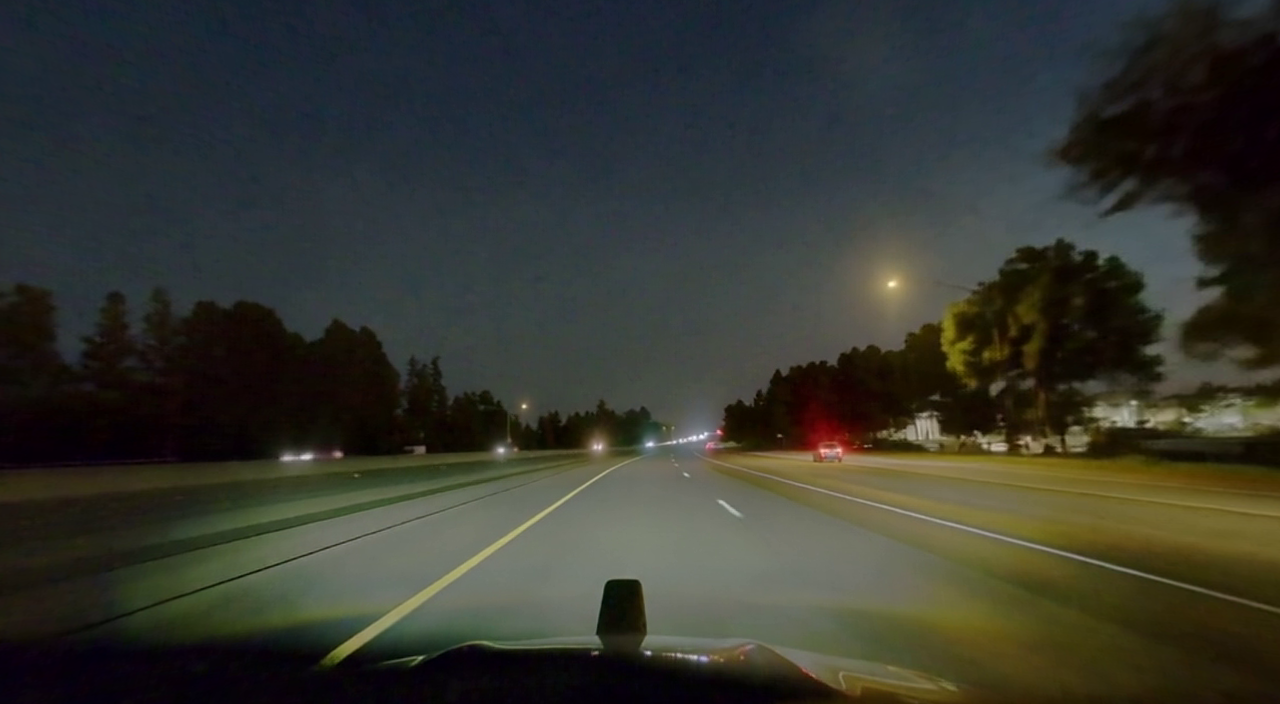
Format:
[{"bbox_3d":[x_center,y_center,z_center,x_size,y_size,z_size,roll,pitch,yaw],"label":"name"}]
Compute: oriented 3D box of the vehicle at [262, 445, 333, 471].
[{"bbox_3d":[-21.395,6.627,39.613,1.901,1.507,4.412,-1,-8,2],"label":"vehicle"}]
